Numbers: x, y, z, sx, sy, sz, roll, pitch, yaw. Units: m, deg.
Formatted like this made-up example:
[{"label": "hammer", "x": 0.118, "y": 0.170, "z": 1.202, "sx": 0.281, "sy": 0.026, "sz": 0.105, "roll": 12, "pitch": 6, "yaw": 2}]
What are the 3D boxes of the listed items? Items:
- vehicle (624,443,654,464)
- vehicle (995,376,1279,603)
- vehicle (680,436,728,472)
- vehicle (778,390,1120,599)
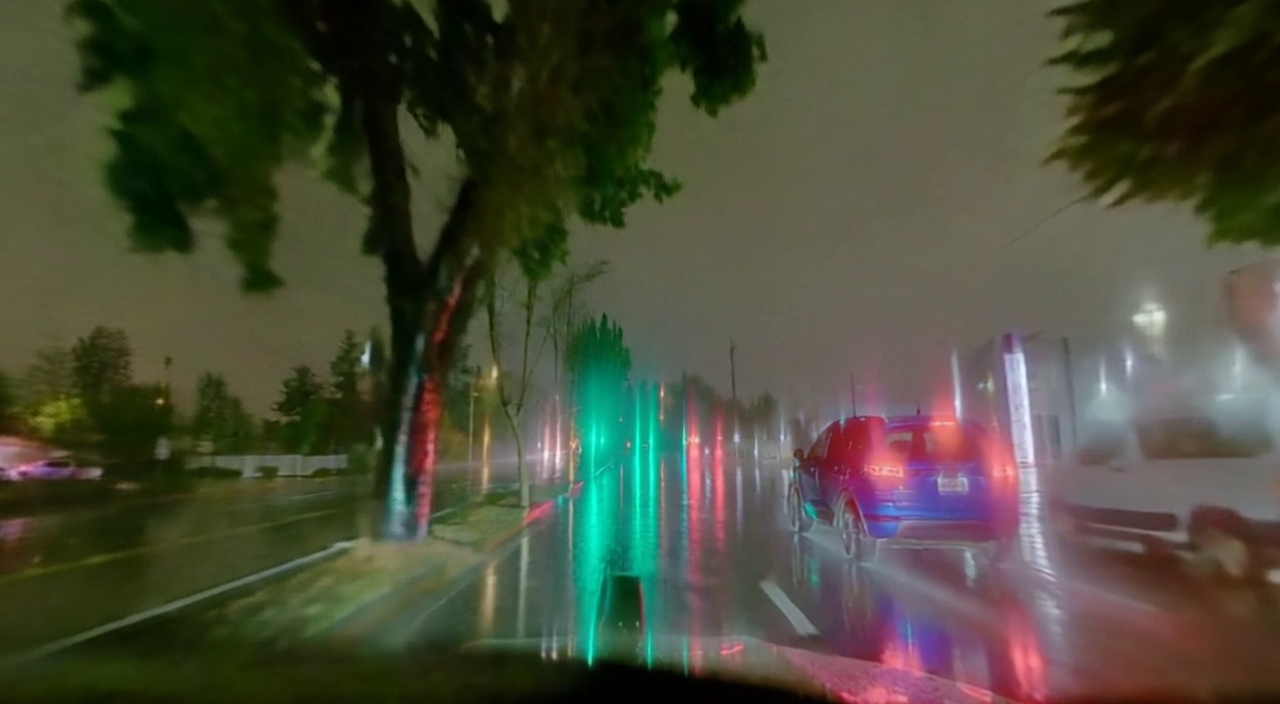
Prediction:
[{"label": "vehicle", "x": -0.056, "y": 7.473, "z": 46.442, "sx": 2.131, "sy": 1.474, "sz": 4.146, "roll": 0, "pitch": -8, "yaw": 0}, {"label": "vehicle", "x": 7.263, "y": 1.595, "z": 7.835, "sx": 2.342, "sy": 2.150, "sz": 5.502, "roll": 1, "pitch": -8, "yaw": -1}, {"label": "vehicle", "x": 3.421, "y": 5.581, "z": 34.671, "sx": 2.085, "sy": 1.828, "sz": 5.383, "roll": 0, "pitch": -8, "yaw": 0}, {"label": "vehicle", "x": 3.268, "y": 1.604, "z": 7.916, "sx": 2.033, "sy": 1.865, "sz": 4.360, "roll": 0, "pitch": -8, "yaw": 0}]
